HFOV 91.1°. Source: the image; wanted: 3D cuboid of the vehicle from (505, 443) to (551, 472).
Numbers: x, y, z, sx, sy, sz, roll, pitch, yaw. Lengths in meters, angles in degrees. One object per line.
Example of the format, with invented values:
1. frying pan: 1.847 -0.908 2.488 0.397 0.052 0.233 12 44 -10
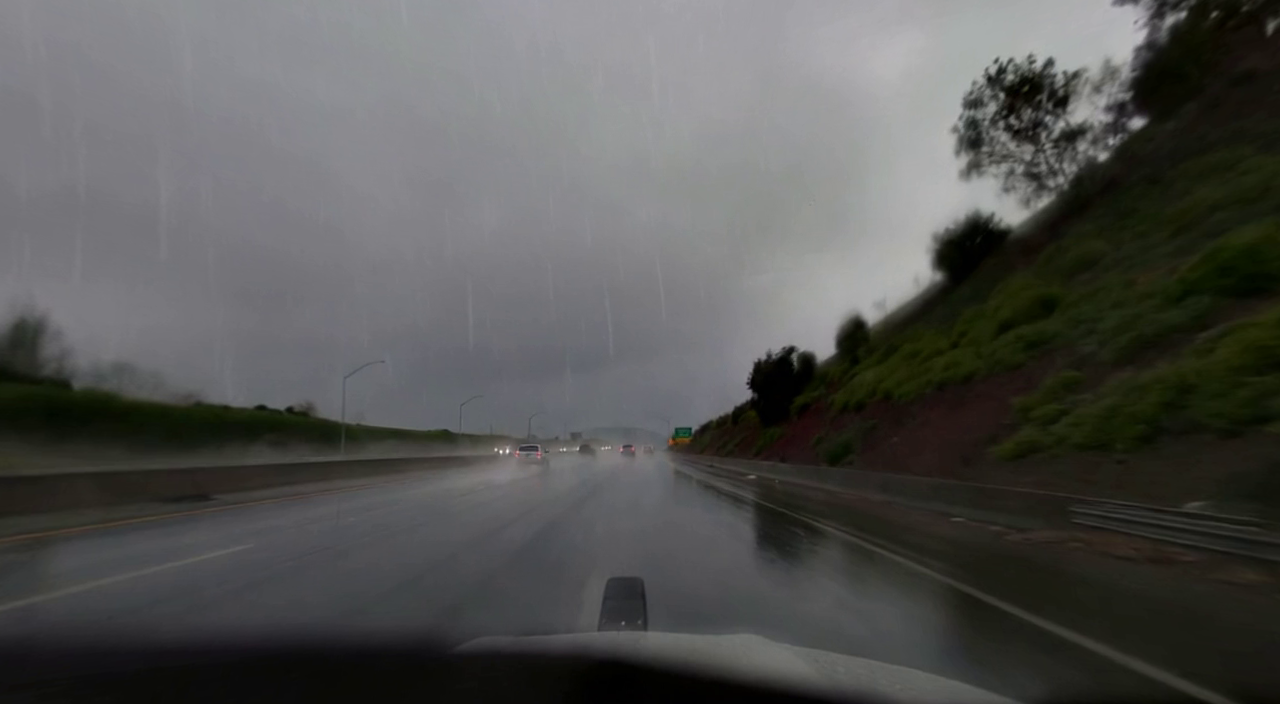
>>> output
1. vehicle: -6.682 6.342 37.931 1.972 1.660 4.254 0 -8 0
